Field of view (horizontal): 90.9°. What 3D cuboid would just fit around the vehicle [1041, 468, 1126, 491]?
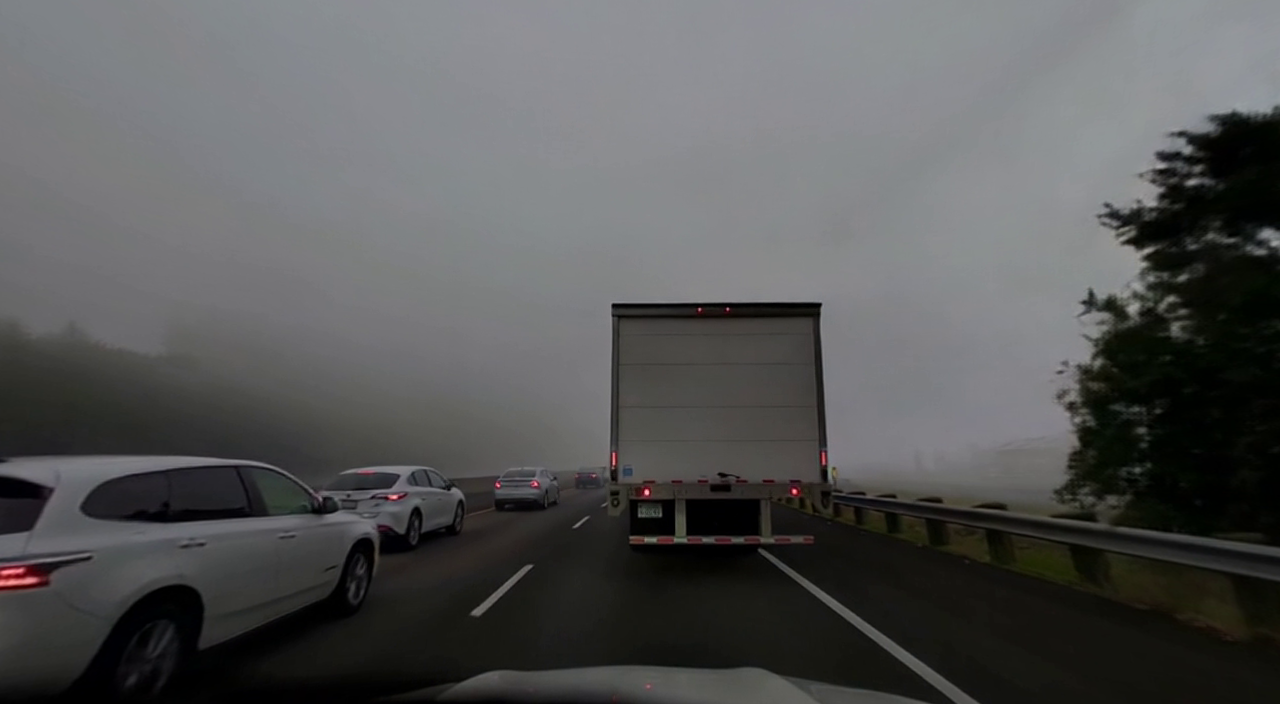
[{"bbox_3d":[30.196,8.677,43.046,4.299,1.465,1.807,-2,-11,15],"label":"vehicle"}]

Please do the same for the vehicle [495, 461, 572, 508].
[{"bbox_3d":[-3.754,4.801,23.065,1.964,1.482,4.371,0,-11,1],"label":"vehicle"}]

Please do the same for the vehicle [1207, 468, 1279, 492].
[{"bbox_3d":[40.582,8.500,41.941,3.974,1.485,1.709,1,-11,-1],"label":"vehicle"}]

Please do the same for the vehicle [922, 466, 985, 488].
[{"bbox_3d":[23.566,9.377,47.352,4.107,1.485,1.796,-5,-12,28],"label":"vehicle"}]

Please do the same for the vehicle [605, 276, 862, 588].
[{"bbox_3d":[0.944,1.646,11.514,2.831,3.529,8.689,1,-11,-1],"label":"vehicle"}]

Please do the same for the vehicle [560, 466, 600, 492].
[{"bbox_3d":[-3.477,7.484,37.278,1.867,1.418,3.670,0,-11,2],"label":"vehicle"}]

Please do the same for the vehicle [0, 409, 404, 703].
[{"bbox_3d":[-3.501,1.293,4.158,1.983,1.509,4.679,0,-11,1],"label":"vehicle"}]
